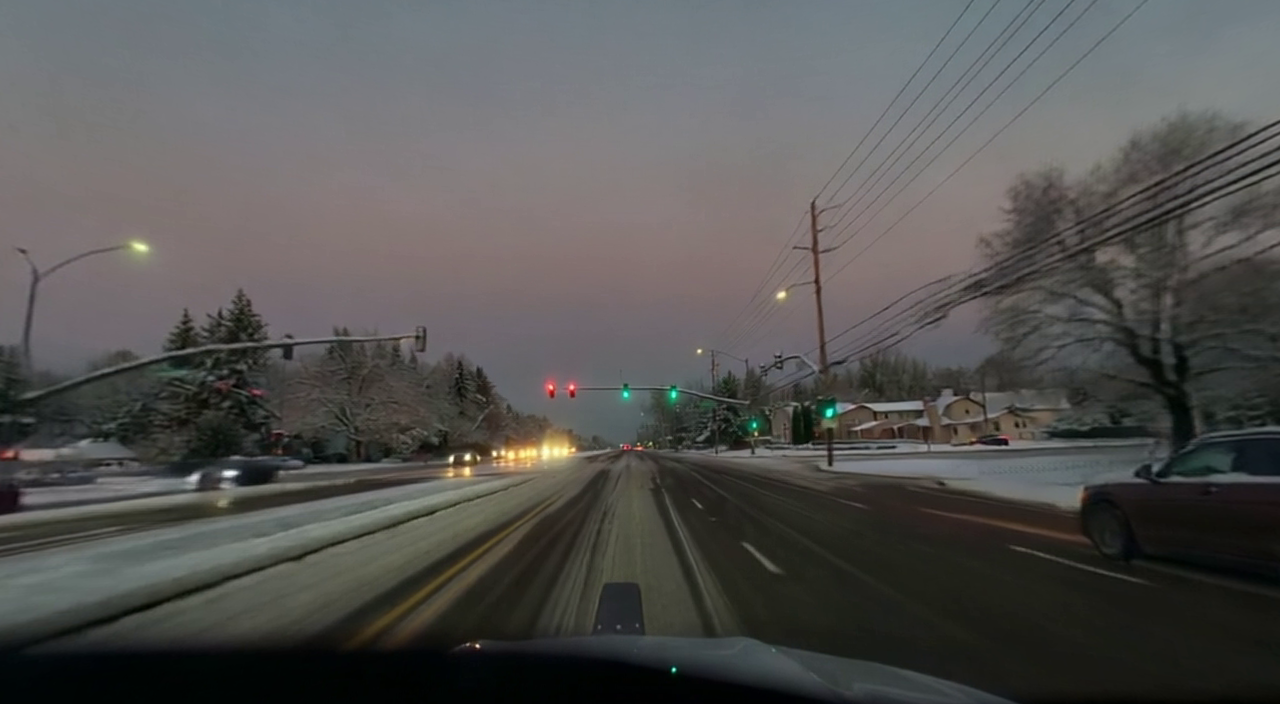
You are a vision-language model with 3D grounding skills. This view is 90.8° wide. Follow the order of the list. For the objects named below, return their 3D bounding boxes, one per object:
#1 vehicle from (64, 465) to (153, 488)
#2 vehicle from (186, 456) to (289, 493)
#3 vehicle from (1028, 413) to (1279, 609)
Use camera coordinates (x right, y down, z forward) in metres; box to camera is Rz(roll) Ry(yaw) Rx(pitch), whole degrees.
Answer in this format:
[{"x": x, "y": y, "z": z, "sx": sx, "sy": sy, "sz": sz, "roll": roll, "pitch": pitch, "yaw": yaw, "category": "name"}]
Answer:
[{"x": -38.100, "y": 8.905, "z": 45.362, "sx": 4.464, "sy": 1.526, "sz": 1.970, "roll": 0, "pitch": -8, "yaw": -3, "category": "vehicle"}, {"x": -18.365, "y": 5.584, "z": 29.099, "sx": 1.926, "sy": 1.469, "sz": 4.426, "roll": 0, "pitch": -8, "yaw": -1, "category": "vehicle"}, {"x": 6.044, "y": 1.346, "z": 5.671, "sx": 2.113, "sy": 1.520, "sz": 4.650, "roll": 0, "pitch": -8, "yaw": -1, "category": "vehicle"}]
